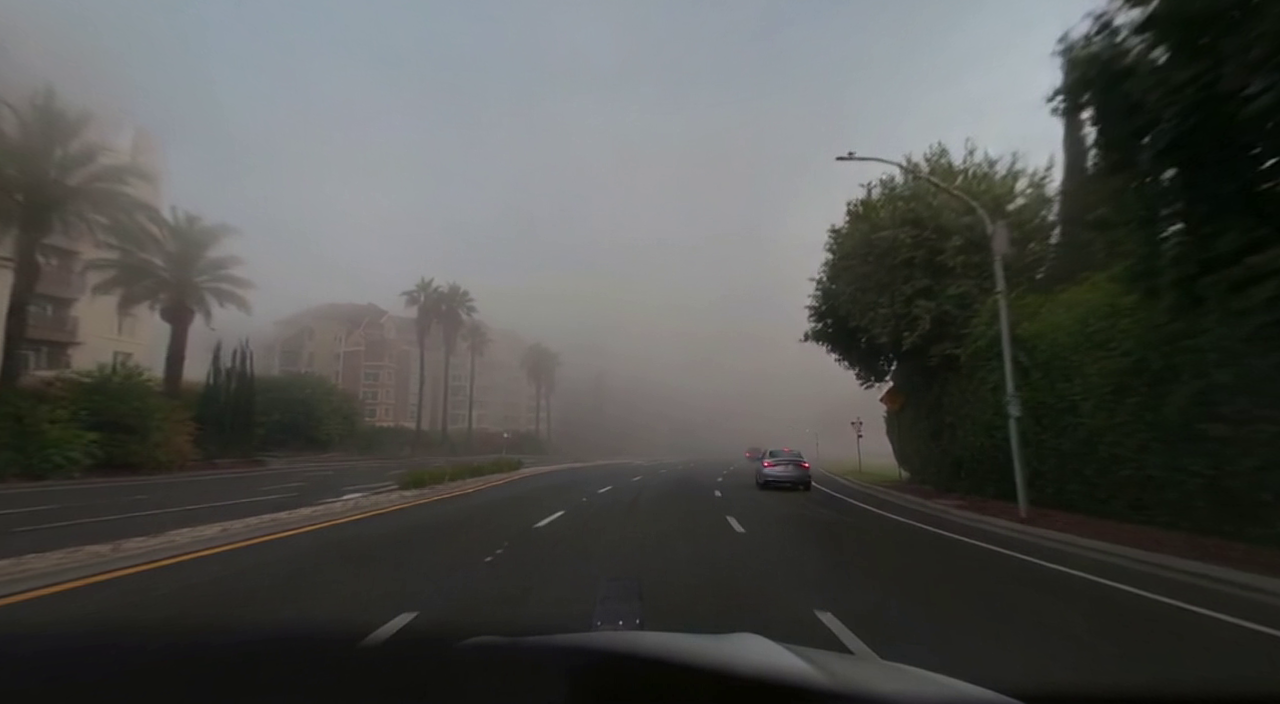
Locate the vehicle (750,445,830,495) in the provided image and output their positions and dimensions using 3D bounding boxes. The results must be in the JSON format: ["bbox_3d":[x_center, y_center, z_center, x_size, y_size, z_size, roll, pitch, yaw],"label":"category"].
[{"bbox_3d":[4.887,3.879,21.090,1.993,1.483,3.821,-1,-9,4],"label":"vehicle"}]
